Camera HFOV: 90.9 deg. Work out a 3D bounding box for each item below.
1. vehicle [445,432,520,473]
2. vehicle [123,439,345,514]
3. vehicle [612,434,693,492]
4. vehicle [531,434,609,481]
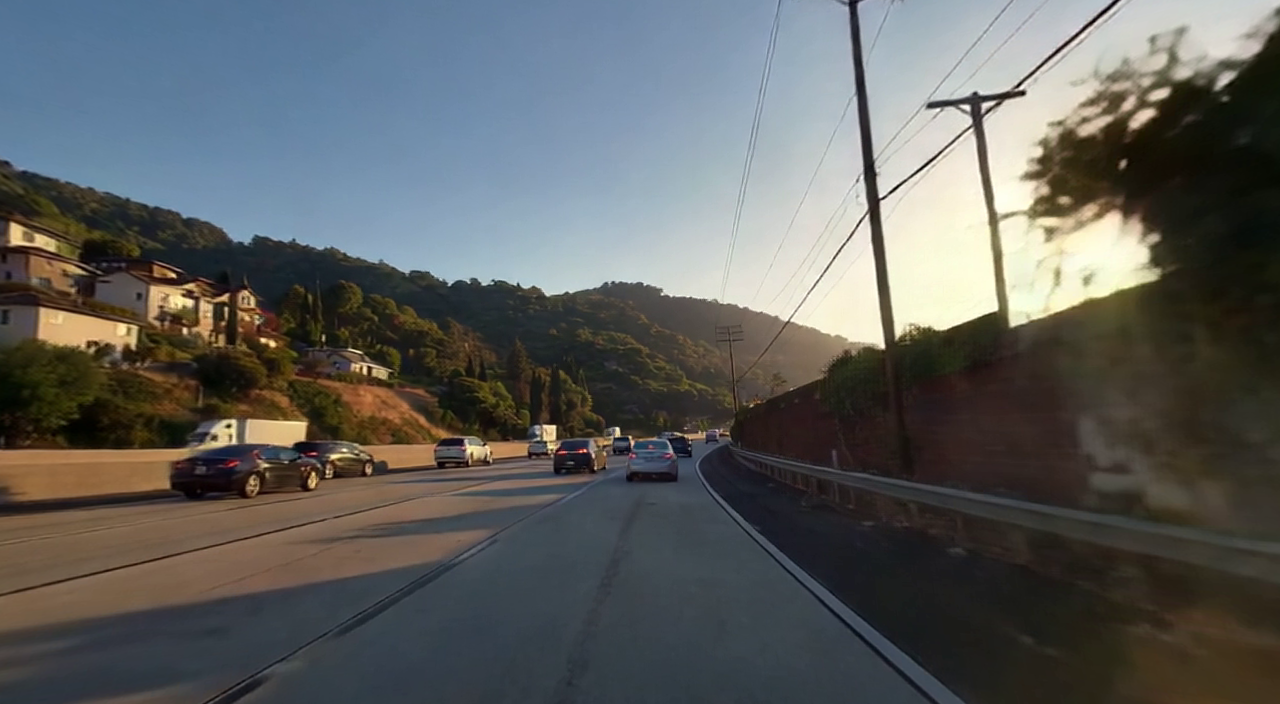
[{"bbox_3d":[-7.636,4.939,31.165,2.080,1.833,4.461,-1,-8,7],"label":"vehicle"},{"bbox_3d":[-9.177,2.812,14.850,1.959,1.469,4.450,-1,-8,5],"label":"vehicle"},{"bbox_3d":[0.455,3.159,18.318,2.109,1.495,3.935,-1,-8,4],"label":"vehicle"},{"bbox_3d":[-2.604,4.054,24.538,2.121,1.639,4.383,-1,-8,6],"label":"vehicle"}]
